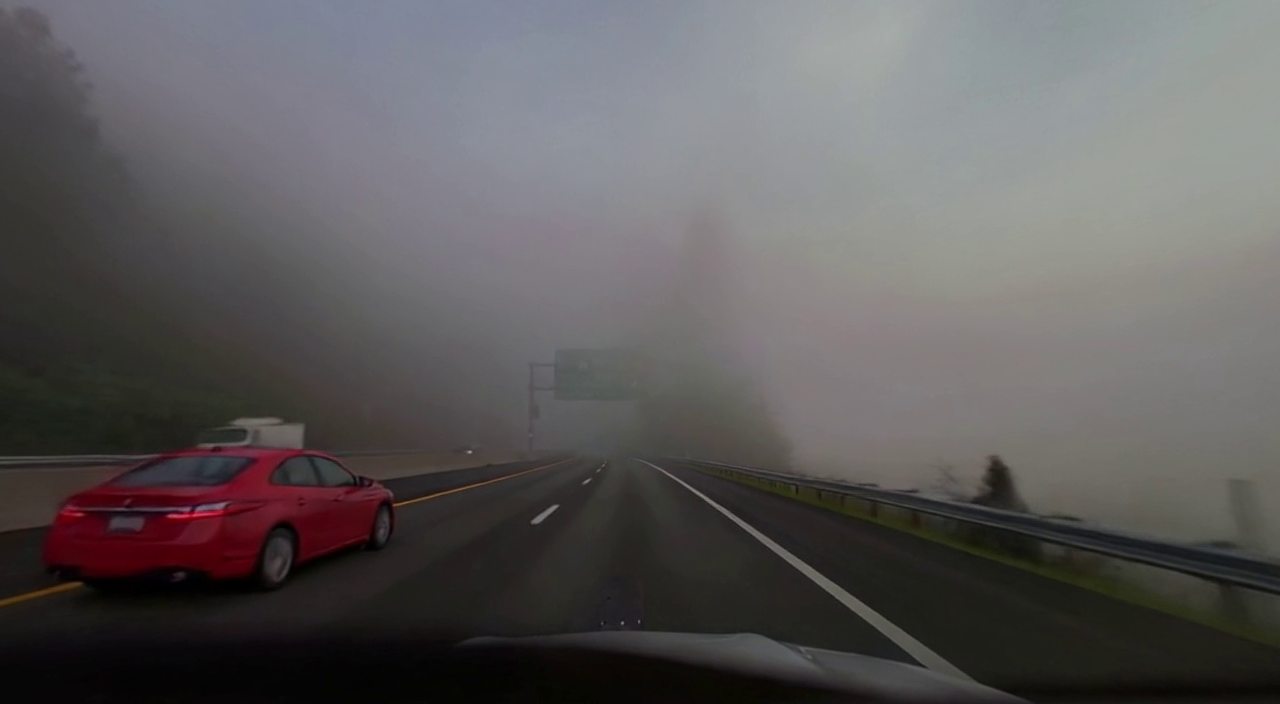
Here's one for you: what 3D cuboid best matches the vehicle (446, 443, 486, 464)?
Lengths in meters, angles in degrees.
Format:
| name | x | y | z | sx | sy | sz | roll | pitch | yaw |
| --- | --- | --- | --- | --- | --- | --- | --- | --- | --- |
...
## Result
| name | x | y | z | sx | sy | sz | roll | pitch | yaw |
| --- | --- | --- | --- | --- | --- | --- | --- | --- | --- |
| vehicle | -12.679 | 7.406 | 46.167 | 1.872 | 1.463 | 3.978 | 0 | -9 | -1 |

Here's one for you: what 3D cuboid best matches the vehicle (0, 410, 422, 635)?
| name | x | y | z | sx | sy | sz | roll | pitch | yaw |
| --- | --- | --- | --- | --- | --- | --- | --- | --- | --- |
| vehicle | -3.901 | 1.478 | 6.352 | 1.990 | 1.532 | 3.911 | 0 | -9 | 0 |
